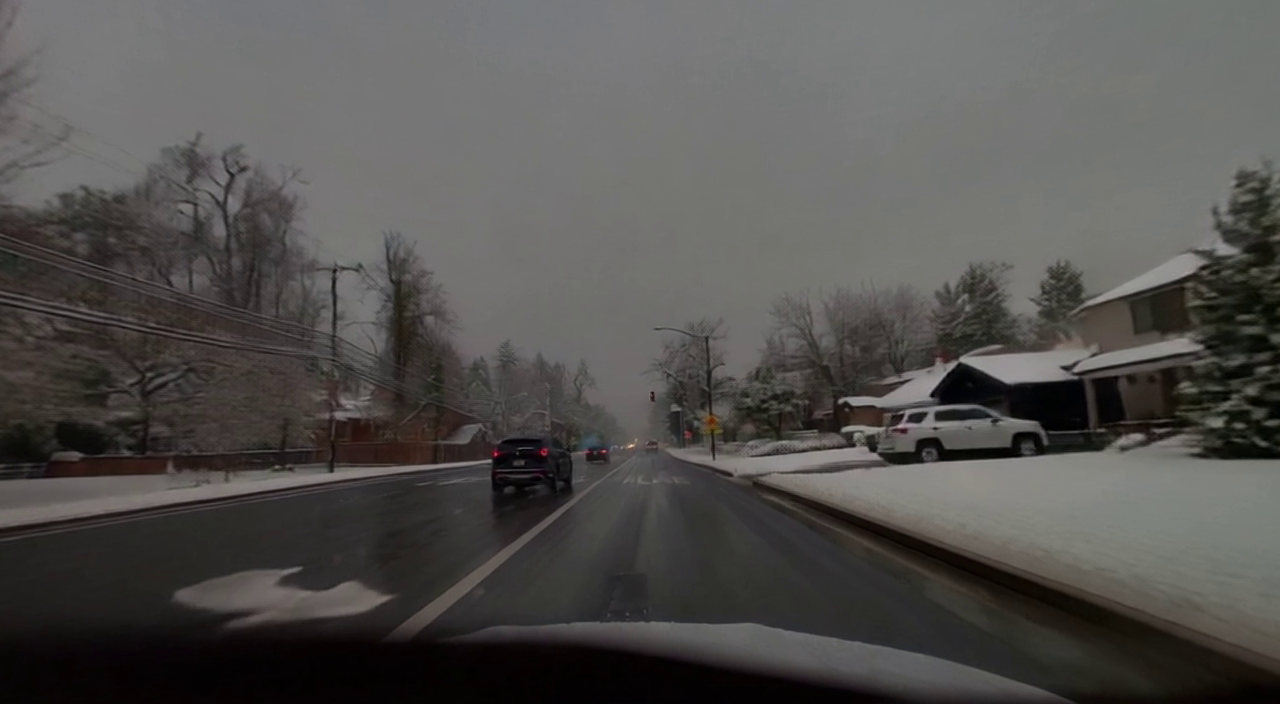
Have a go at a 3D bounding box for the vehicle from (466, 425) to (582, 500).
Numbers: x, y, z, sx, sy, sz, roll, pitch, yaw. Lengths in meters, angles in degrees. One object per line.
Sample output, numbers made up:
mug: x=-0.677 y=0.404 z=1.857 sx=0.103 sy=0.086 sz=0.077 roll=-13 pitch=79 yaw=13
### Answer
vehicle: x=-2.955 y=2.952 z=17.230 sx=2.190 sy=1.766 sz=4.394 roll=0 pitch=-8 yaw=2

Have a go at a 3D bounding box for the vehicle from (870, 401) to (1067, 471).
vehicle: x=10.014 y=2.583 z=19.531 sx=4.944 sy=2.023 sz=1.973 roll=0 pitch=-8 yaw=1

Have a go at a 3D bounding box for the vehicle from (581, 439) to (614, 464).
vehicle: x=-2.673 y=6.346 z=40.301 sx=1.802 sy=1.528 sz=3.490 roll=0 pitch=-8 yaw=1
